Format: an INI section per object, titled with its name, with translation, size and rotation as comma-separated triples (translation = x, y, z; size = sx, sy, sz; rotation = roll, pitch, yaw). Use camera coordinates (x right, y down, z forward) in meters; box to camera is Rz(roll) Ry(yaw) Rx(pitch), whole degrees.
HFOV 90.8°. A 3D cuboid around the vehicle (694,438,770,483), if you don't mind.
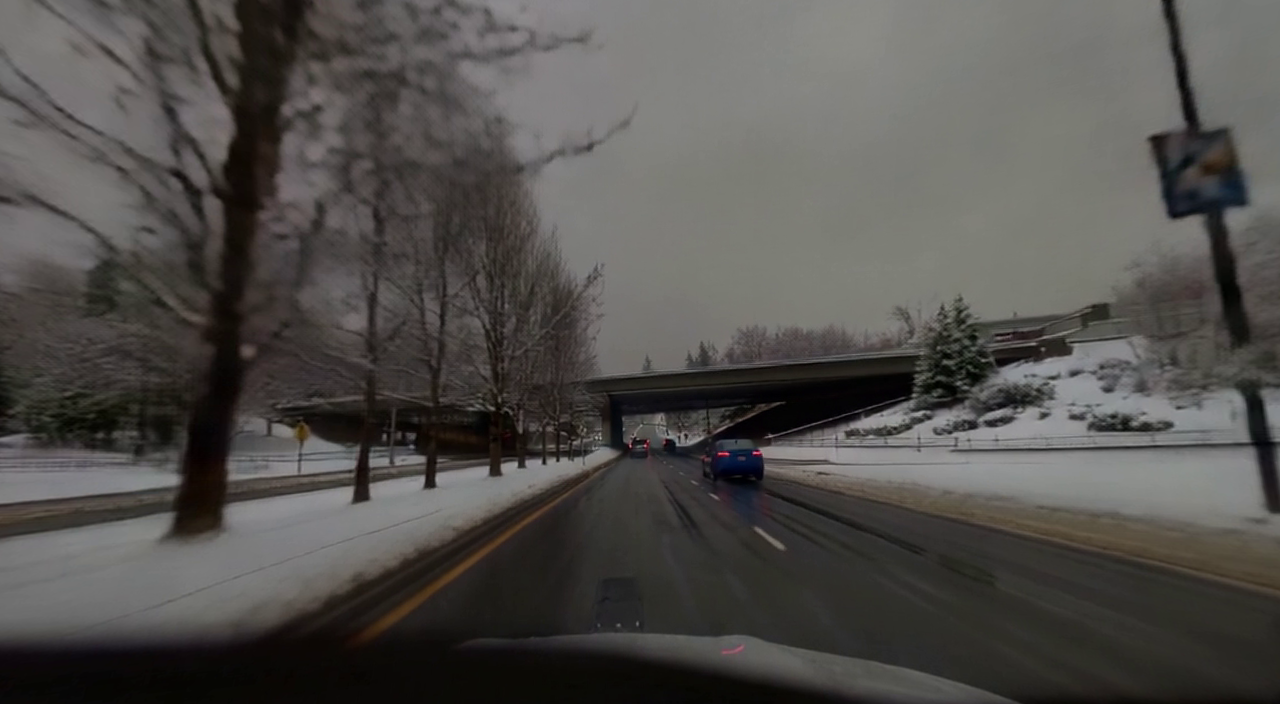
[vehicle]
translation = 3.303, 3.987, 23.520
size = 2.062, 1.484, 4.332
rotation = 0, -8, -1
